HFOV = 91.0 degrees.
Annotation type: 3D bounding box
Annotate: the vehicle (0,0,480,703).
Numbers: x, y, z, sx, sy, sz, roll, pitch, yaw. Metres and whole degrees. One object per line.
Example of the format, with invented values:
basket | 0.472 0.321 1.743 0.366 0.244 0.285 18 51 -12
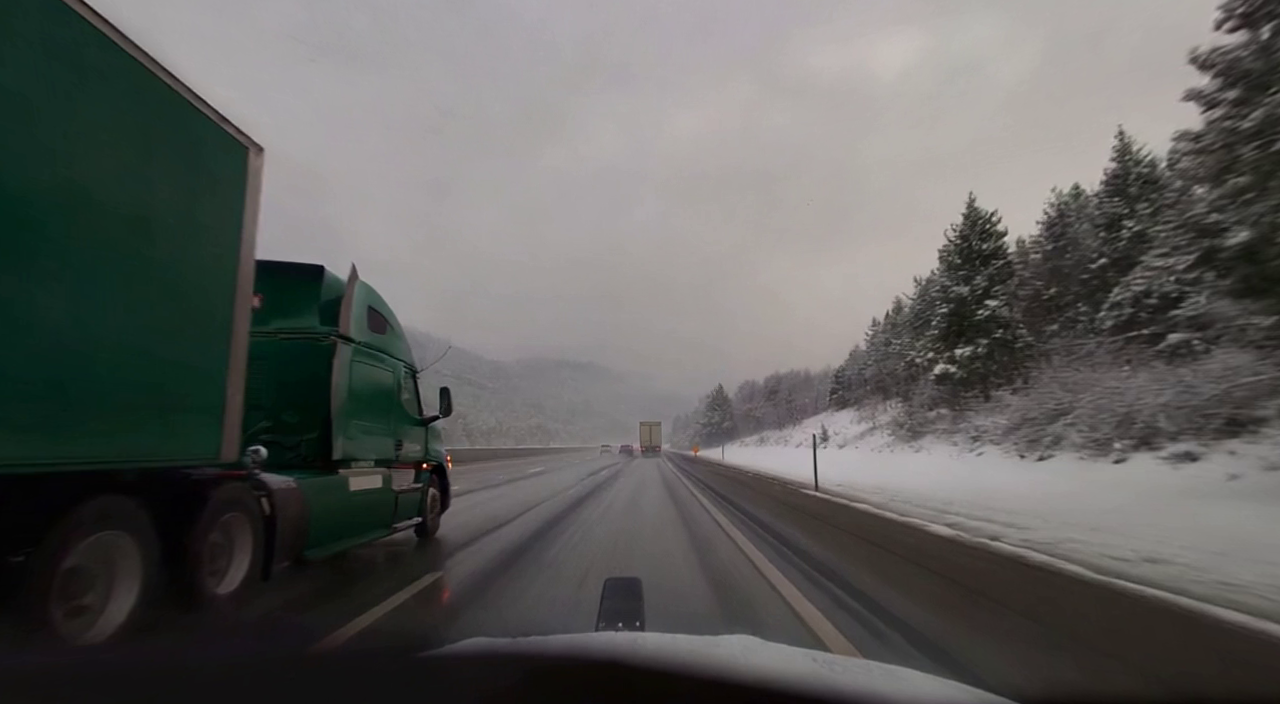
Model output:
vehicle | -3.716 0.299 4.703 2.989 3.493 8.299 1 -9 -1
